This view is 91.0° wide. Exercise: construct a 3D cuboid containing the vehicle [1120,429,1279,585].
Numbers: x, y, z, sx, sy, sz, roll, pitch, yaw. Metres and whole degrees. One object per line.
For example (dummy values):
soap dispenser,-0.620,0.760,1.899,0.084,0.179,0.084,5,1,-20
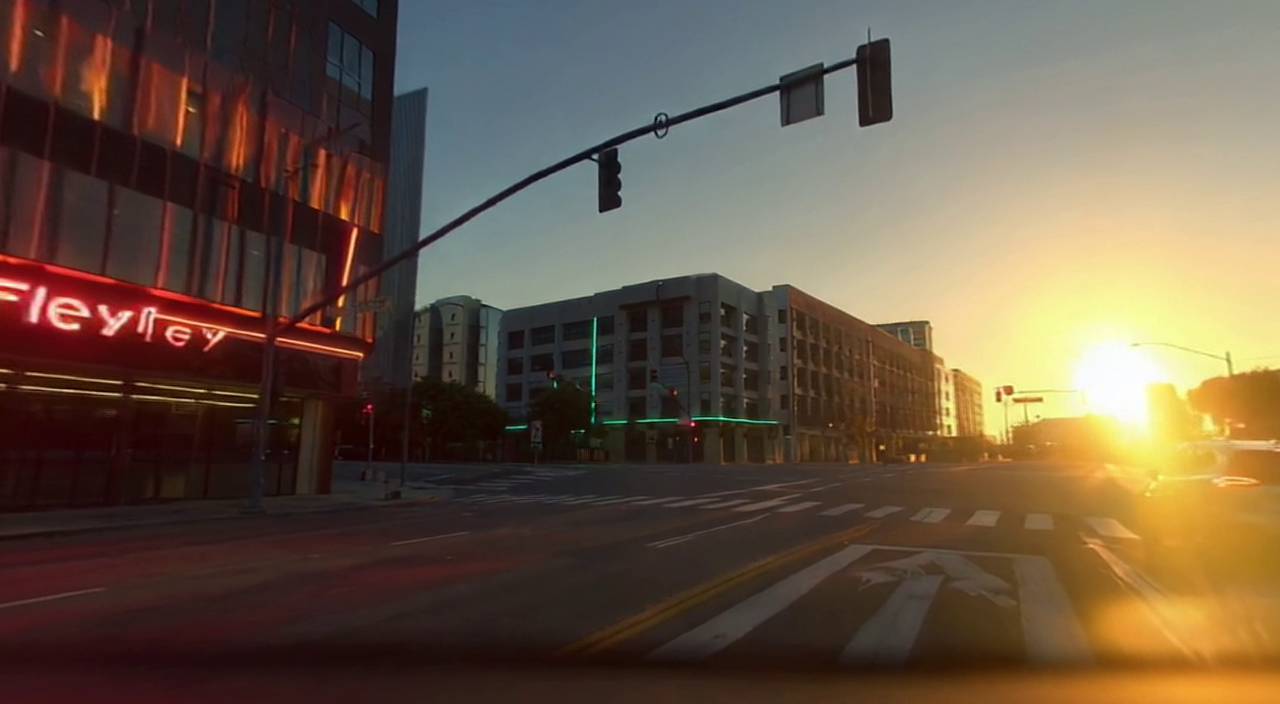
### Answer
vehicle,8.018,1.879,8.317,2.067,1.625,4.073,-5,-10,30
